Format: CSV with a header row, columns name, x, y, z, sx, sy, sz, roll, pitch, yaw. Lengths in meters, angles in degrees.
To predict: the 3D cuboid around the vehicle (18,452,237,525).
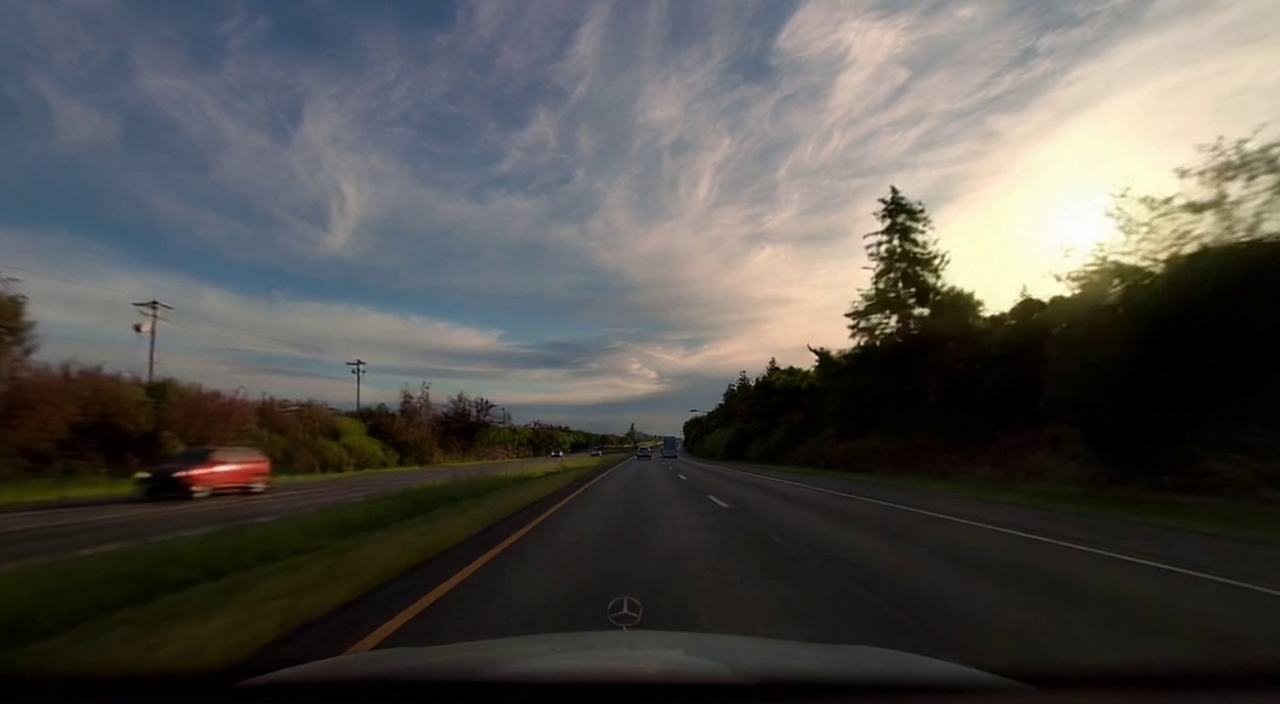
name,x,y,z,sx,sy,sz,roll,pitch,yaw
vehicle,-13.295,3.508,16.835,1.993,1.537,4.613,-3,-9,0
